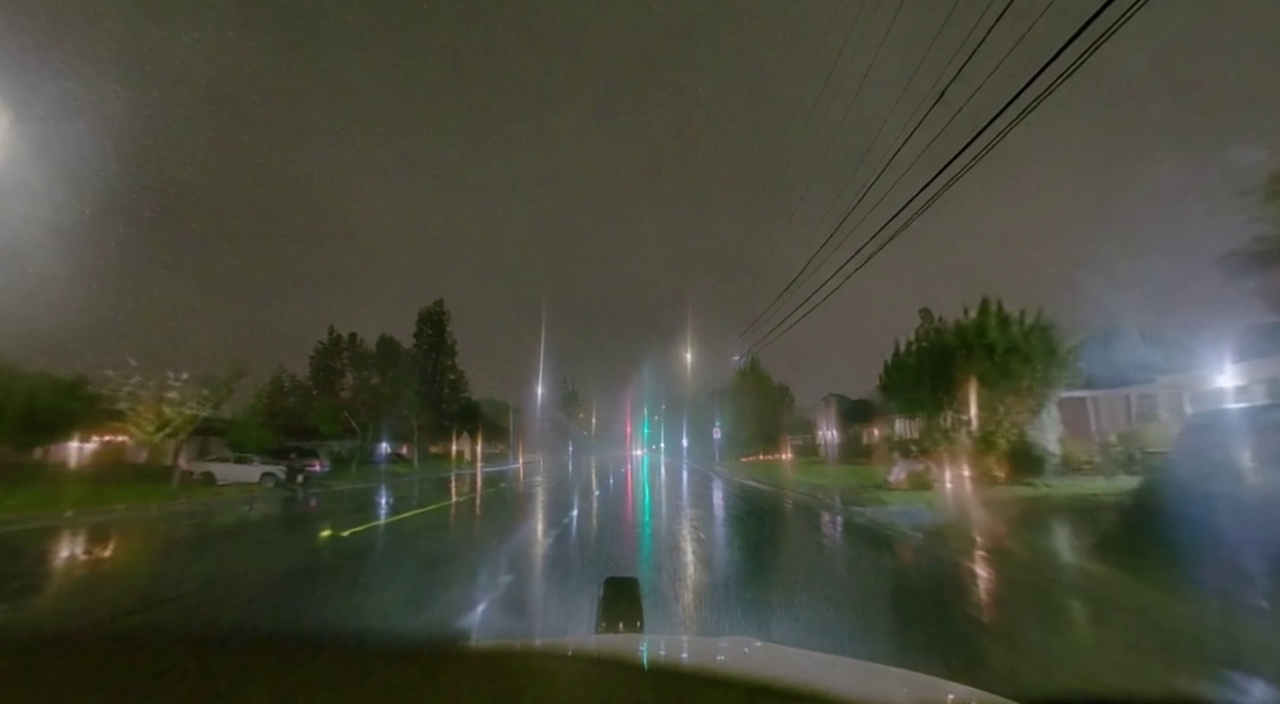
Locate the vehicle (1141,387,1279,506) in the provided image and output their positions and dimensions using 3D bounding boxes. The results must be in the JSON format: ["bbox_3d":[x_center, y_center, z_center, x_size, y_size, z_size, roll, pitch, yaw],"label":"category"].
[{"bbox_3d":[11.733,1.579,10.656,4.629,1.804,2.102,-1,-8,3],"label":"vehicle"}]

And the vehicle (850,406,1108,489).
[{"bbox_3d":[9.385,2.737,18.046,5.933,2.038,2.382,1,-10,2],"label":"vehicle"}]

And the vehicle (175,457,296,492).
[{"bbox_3d":[-18.841,5.657,29.506,4.450,1.409,1.990,7,-11,-38],"label":"vehicle"}]
